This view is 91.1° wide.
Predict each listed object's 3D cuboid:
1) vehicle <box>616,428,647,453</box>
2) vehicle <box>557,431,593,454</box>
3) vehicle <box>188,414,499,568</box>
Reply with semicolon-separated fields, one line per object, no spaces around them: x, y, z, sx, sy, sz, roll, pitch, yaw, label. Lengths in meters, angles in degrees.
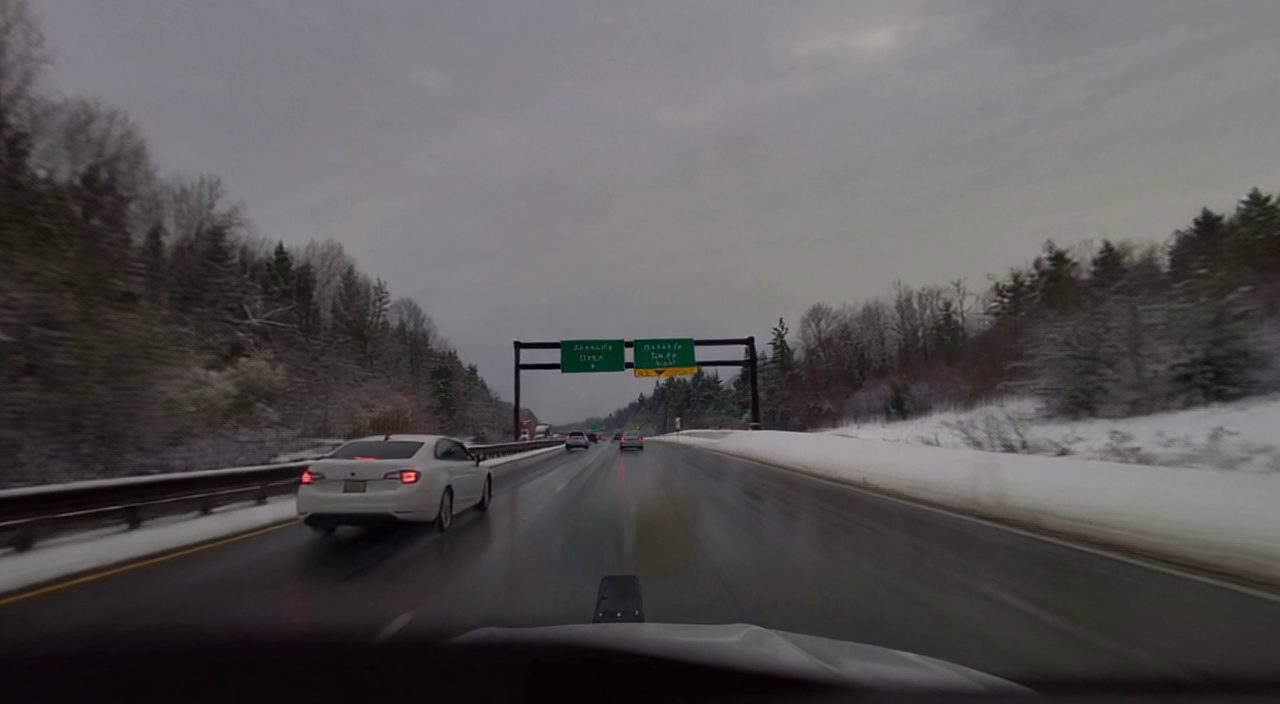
-0.576;6.155;43.659;2.054;1.609;3.859;0;-8;-1;vehicle
-4.439;6.273;43.636;2.071;1.524;4.398;0;-8;-1;vehicle
-3.438;1.682;8.544;1.989;1.497;4.645;0;-8;0;vehicle
